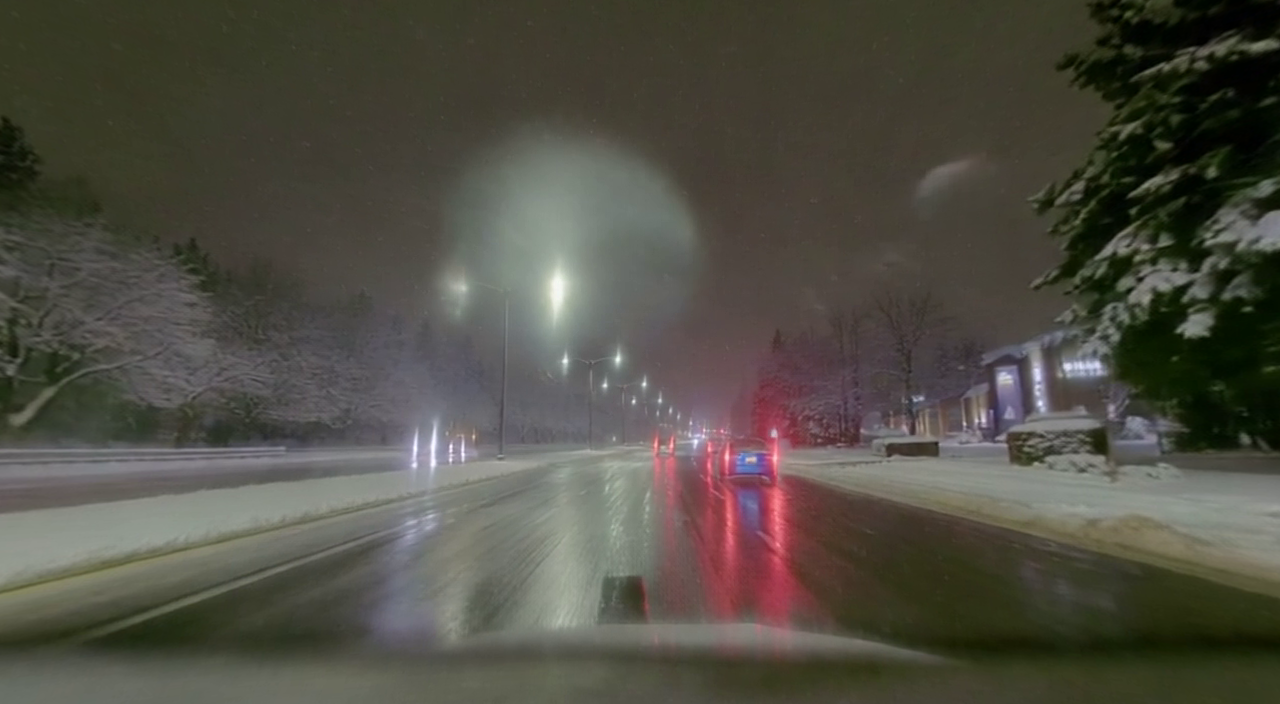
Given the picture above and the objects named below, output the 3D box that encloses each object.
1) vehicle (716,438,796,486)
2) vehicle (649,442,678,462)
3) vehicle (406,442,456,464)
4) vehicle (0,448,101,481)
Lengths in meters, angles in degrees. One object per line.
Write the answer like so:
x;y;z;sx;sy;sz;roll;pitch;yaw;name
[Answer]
3.941;3.807;22.149;1.981;1.499;4.536;0;-8;0;vehicle
1.891;7.871;49.651;2.059;1.477;3.988;-1;-8;5;vehicle
-15.200;7.351;46.063;2.055;1.495;4.772;0;-8;0;vehicle
-27.659;5.074;28.575;4.456;1.428;1.950;1;-8;-6;vehicle
